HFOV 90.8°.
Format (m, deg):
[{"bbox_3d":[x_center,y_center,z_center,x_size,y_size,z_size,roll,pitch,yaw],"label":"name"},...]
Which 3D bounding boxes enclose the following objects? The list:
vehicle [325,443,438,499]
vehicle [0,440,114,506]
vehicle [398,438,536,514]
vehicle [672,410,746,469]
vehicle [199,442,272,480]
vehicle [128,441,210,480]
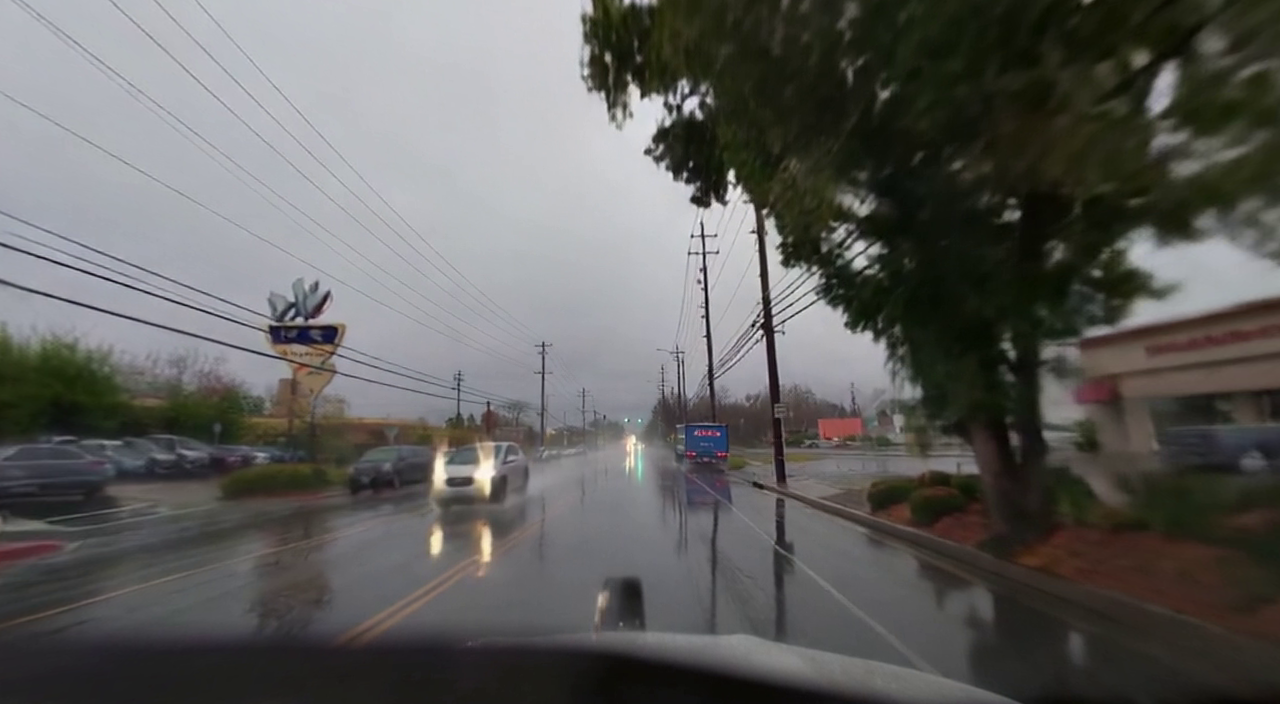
[{"bbox_3d":[-9.063,4.165,22.628,1.938,1.756,4.686,0,-9,2],"label":"vehicle"},{"bbox_3d":[-18.282,3.611,19.250,1.908,1.763,4.474,3,-9,-19],"label":"vehicle"},{"bbox_3d":[-3.881,2.843,14.981,2.042,1.530,3.980,0,-9,1],"label":"vehicle"},{"bbox_3d":[3.875,5.313,38.116,3.168,3.106,9.350,0,-9,-2],"label":"vehicle"},{"bbox_3d":[-19.517,5.257,30.746,1.980,1.669,5.543,4,-9,-22],"label":"vehicle"},{"bbox_3d":[-21.661,5.048,29.245,2.040,1.541,4.636,1,-10,-24],"label":"vehicle"}]
